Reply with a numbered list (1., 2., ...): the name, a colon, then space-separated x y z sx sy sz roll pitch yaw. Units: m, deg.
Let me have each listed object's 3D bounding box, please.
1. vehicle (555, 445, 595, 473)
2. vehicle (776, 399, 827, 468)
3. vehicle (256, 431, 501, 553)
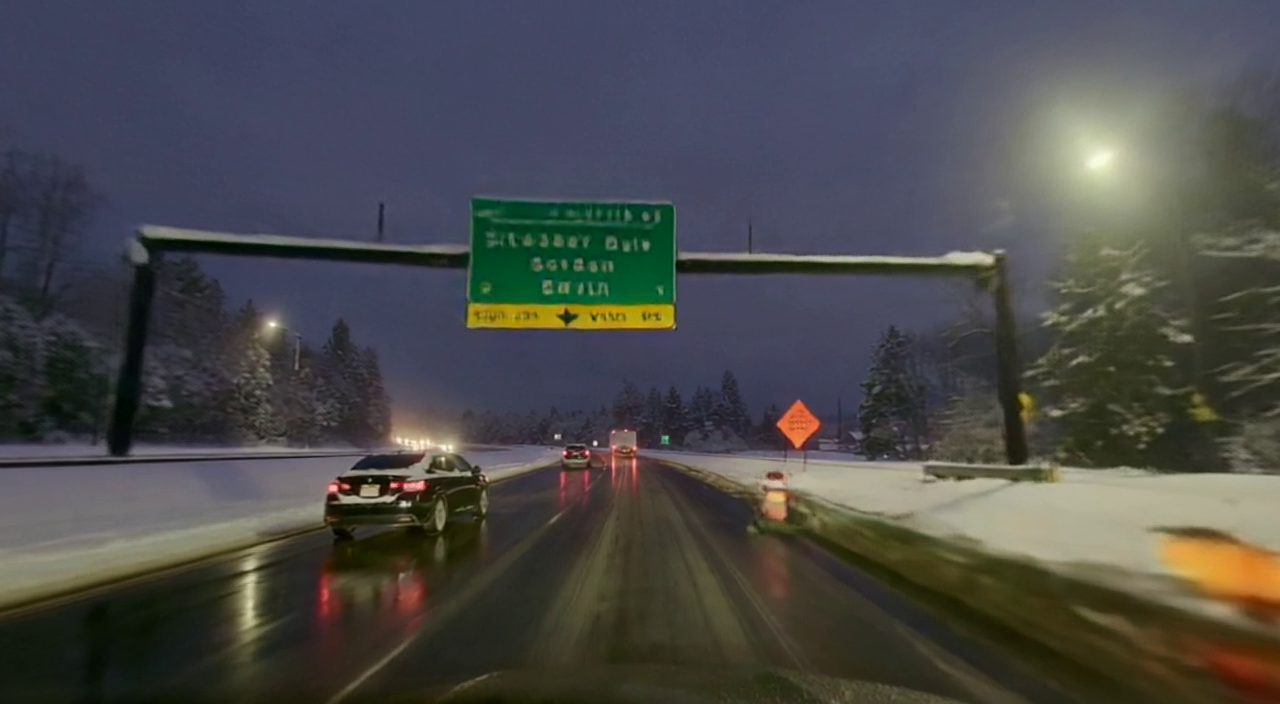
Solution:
1. vehicle: -3.554 5.984 35.303 1.965 1.459 4.145 1 -9 -2
2. vehicle: 10.124 5.169 39.648 2.203 4.166 2.914 1 -9 -3
3. vehicle: -3.807 2.128 10.307 2.012 1.510 4.672 0 -9 0
